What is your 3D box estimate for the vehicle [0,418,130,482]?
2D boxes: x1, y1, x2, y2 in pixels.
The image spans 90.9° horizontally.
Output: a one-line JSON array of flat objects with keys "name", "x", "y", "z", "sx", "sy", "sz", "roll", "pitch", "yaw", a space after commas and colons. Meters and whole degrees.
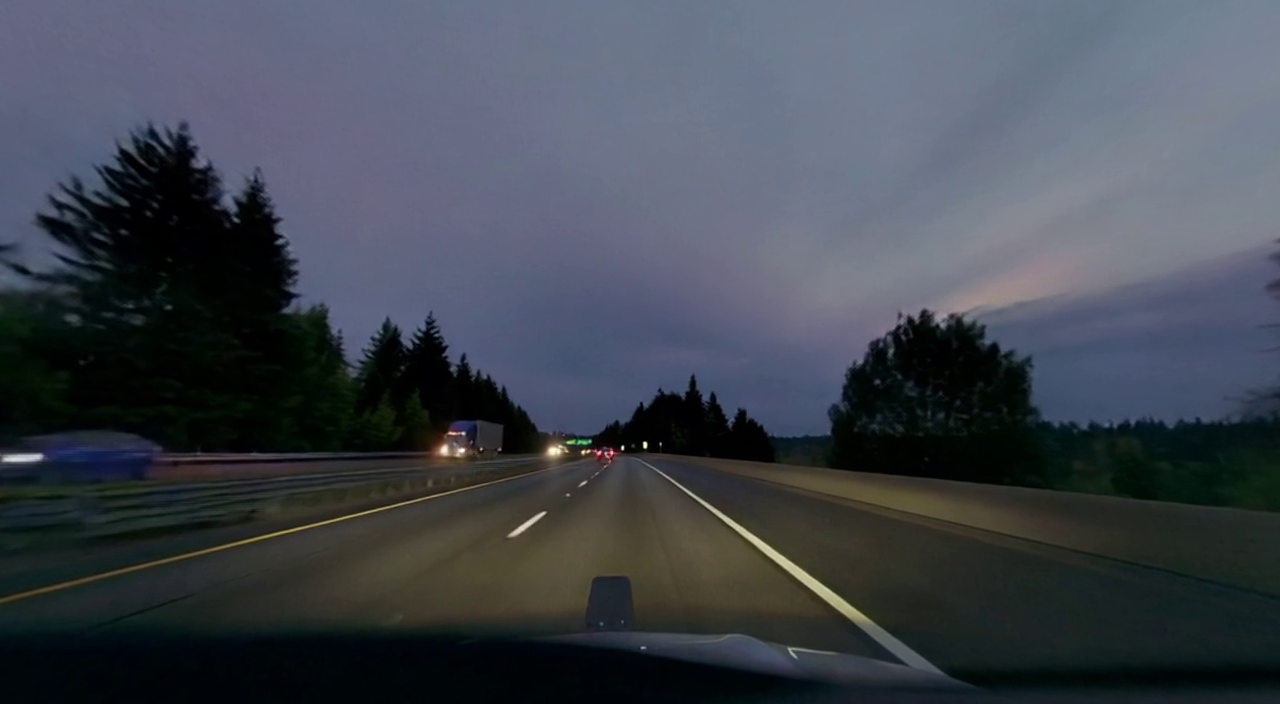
[{"name": "vehicle", "x": -15.649, "y": 2.537, "z": 16.221, "sx": 1.781, "sy": 1.458, "sz": 3.767, "roll": 0, "pitch": -9, "yaw": 1}]
